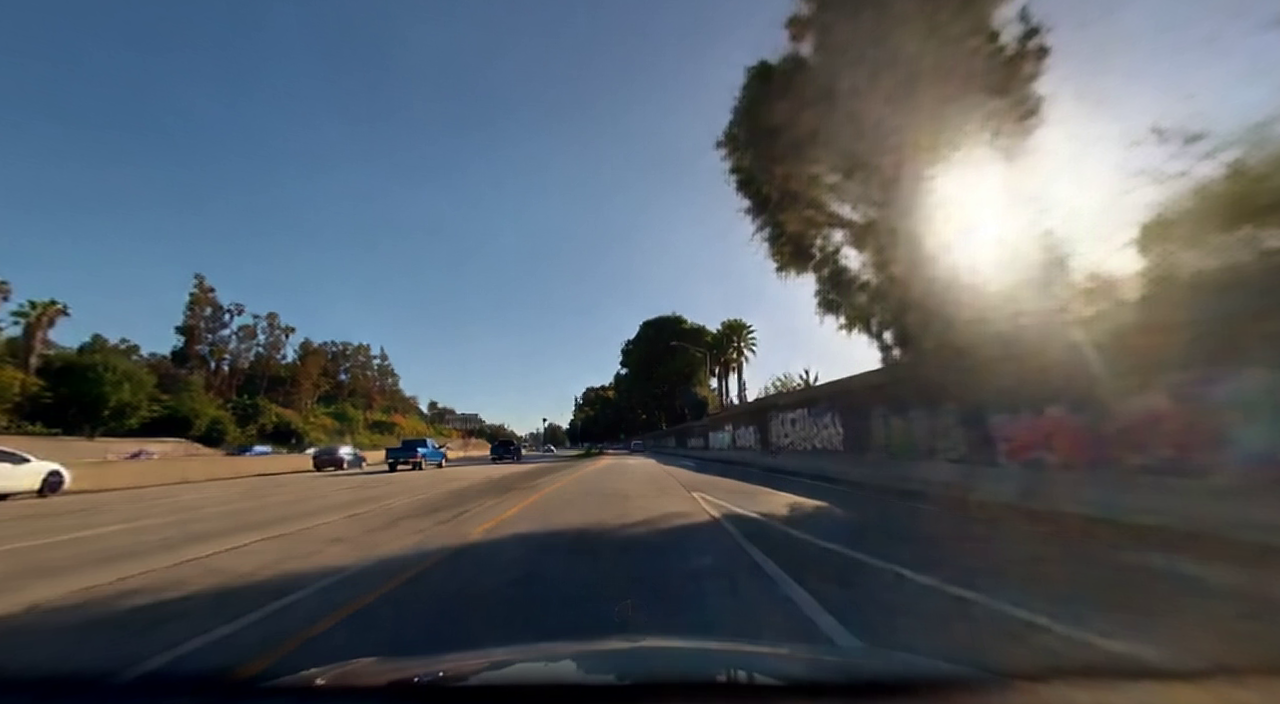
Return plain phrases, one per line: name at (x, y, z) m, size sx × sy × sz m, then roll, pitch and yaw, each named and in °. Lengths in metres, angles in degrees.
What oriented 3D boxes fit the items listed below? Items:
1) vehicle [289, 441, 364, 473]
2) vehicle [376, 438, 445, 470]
vehicle at (-18.472, 6.194, 37.462) m, size 2.078 × 1.802 × 4.723 m, roll 0°, pitch -8°, yaw -1°
vehicle at (-14.609, 6.517, 40.529) m, size 2.272 × 1.882 × 5.941 m, roll 0°, pitch -9°, yaw -1°
